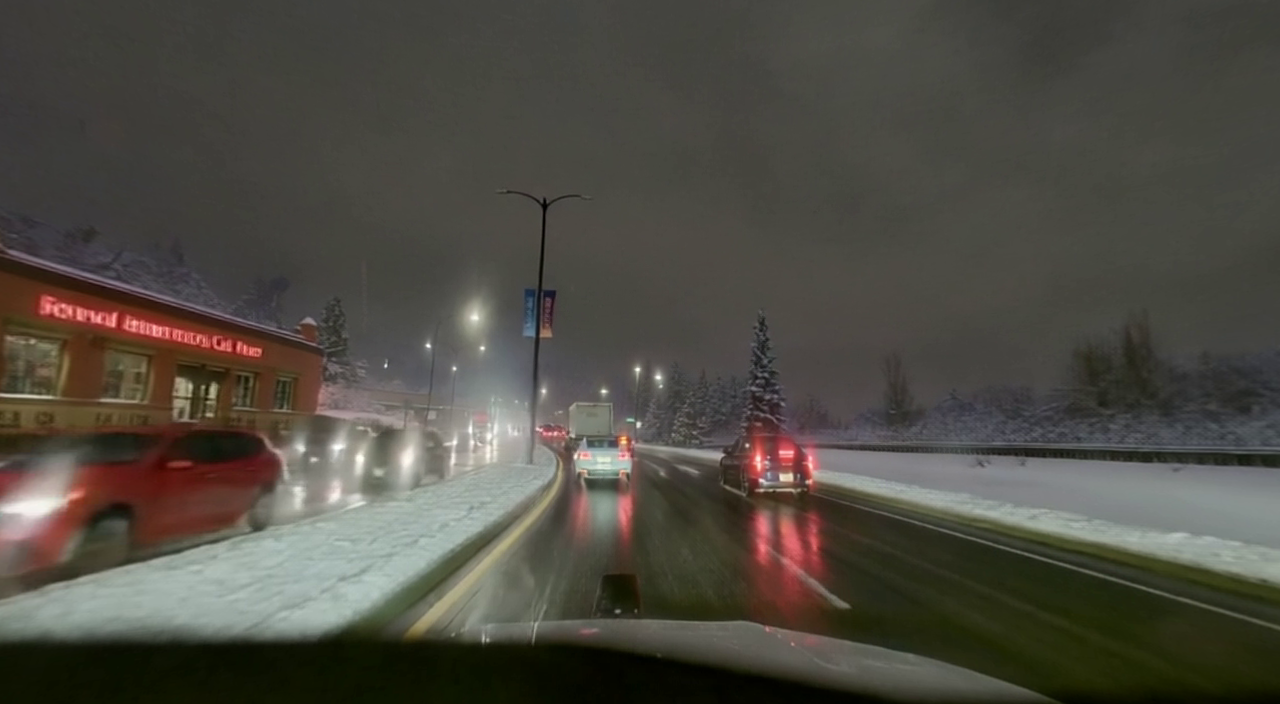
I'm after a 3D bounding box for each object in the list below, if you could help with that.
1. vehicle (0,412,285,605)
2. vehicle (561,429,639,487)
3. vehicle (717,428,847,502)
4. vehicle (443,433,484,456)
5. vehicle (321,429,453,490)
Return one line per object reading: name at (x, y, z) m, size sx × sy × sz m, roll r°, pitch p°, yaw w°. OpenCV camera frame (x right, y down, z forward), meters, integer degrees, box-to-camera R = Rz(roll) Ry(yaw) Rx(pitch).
vehicle at (-6.187, 1.527, 7.098) m, size 2.007 × 1.532 × 4.266 m, roll 0°, pitch -8°, yaw -2°
vehicle at (-1.179, 2.972, 17.964) m, size 1.991 × 1.472 × 3.518 m, roll 1°, pitch -8°, yaw -6°
vehicle at (3.147, 2.584, 14.875) m, size 1.889 × 1.480 × 3.876 m, roll 1°, pitch -8°, yaw -5°
vehicle at (-12.308, 6.463, 44.131) m, size 1.993 × 1.482 × 4.420 m, roll 1°, pitch -8°, yaw -5°
vehicle at (-6.938, 2.974, 17.927) m, size 1.984 × 1.486 × 4.708 m, roll 1°, pitch -8°, yaw -3°
